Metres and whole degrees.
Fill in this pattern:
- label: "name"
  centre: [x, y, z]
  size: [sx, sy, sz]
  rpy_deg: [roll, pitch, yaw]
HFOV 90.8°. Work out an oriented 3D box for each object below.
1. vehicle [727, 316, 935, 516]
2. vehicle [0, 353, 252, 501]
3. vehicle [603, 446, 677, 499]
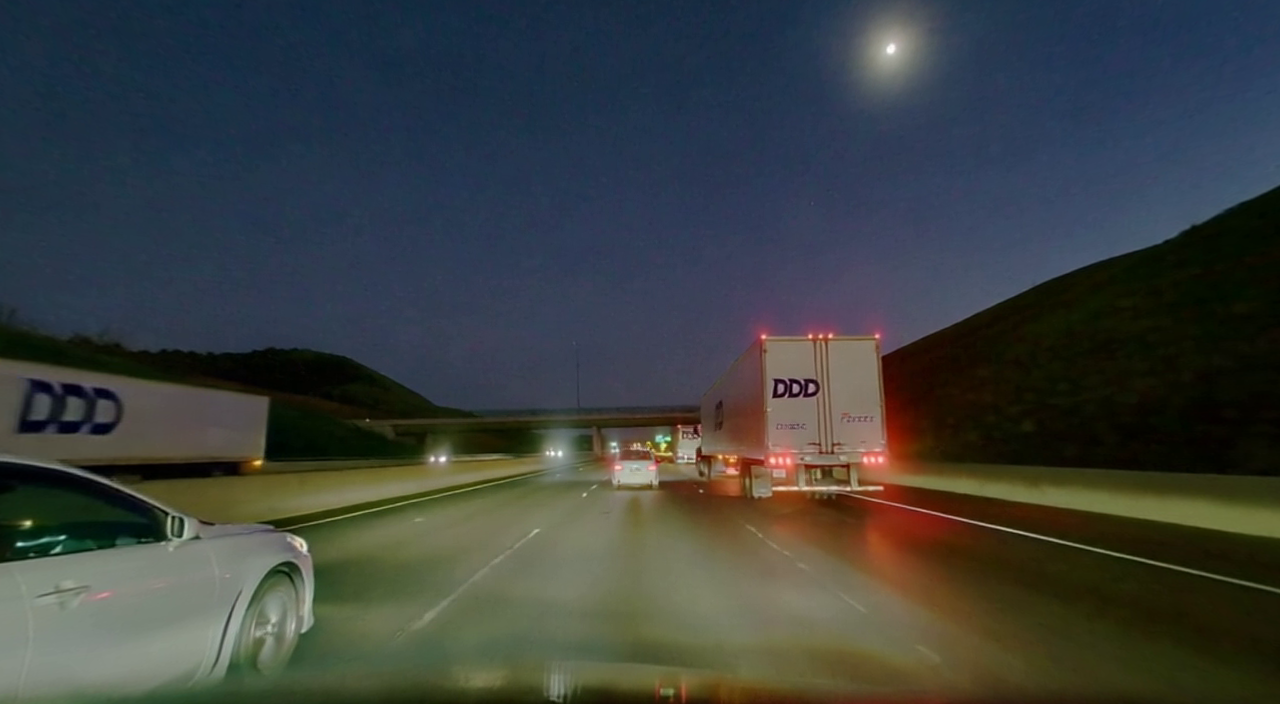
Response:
- label: "vehicle"
  centre: [4.320, 1.874, 16.676]
  size: [2.802, 3.956, 8.291]
  rpy_deg: [0, -9, 0]
- label: "vehicle"
  centre: [-19.147, 2.669, 21.189]
  size: [3.069, 4.019, 14.382]
  rpy_deg: [0, -9, 0]
- label: "vehicle"
  centre: [-0.005, 3.607, 19.206]
  size: [2.029, 1.437, 3.794]
  rpy_deg: [0, -9, 0]
